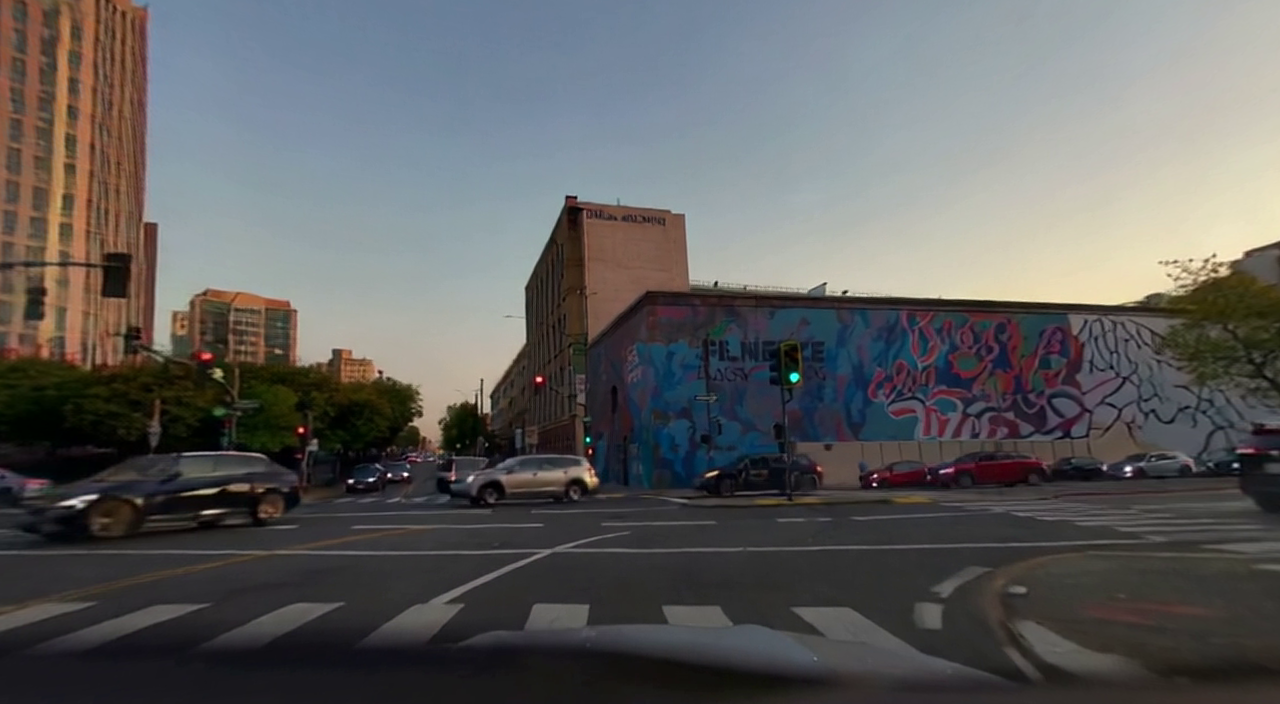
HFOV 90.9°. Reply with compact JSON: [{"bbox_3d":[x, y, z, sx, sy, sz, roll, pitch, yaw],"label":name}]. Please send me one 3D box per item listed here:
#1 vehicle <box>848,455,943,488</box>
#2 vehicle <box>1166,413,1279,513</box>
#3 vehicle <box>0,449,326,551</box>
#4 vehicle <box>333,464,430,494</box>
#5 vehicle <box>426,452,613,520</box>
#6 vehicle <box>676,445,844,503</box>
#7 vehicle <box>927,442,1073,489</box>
[{"bbox_3d":[12.997,6.082,32.199,4.035,1.586,1.738,0,-9,-2],"label":"vehicle"},{"bbox_3d":[13.736,2.113,12.251,5.072,1.746,2.328,0,-8,-5],"label":"vehicle"},{"bbox_3d":[-8.786,2.645,12.181,1.891,1.502,4.766,-3,-9,21],"label":"vehicle"},{"bbox_3d":[-15.748,7.748,38.628,5.041,1.636,1.983,0,-9,-3],"label":"vehicle"},{"bbox_3d":[-2.942,3.321,16.147,4.371,1.439,1.818,8,-12,-43],"label":"vehicle"},{"bbox_3d":[3.619,3.735,19.588,4.749,1.624,1.926,1,-9,-6],"label":"vehicle"},{"bbox_3d":[13.290,4.188,23.464,4.291,1.606,1.859,0,-9,-2],"label":"vehicle"}]
